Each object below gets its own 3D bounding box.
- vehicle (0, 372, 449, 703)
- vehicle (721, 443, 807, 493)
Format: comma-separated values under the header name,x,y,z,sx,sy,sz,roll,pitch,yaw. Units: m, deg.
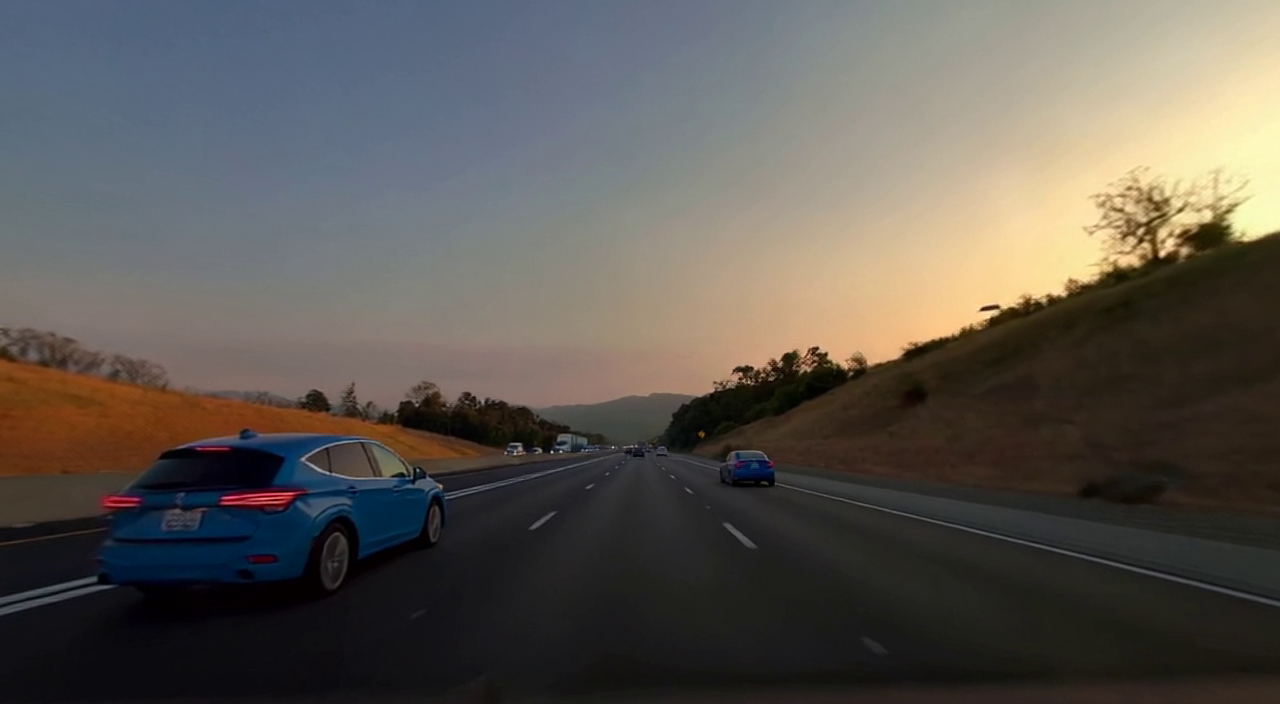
name,x,y,z,sx,sy,sz,roll,pitch,yaw
vehicle,-3.335,1.278,4.956,2.277,1.695,4.475,0,-9,0
vehicle,3.951,3.752,20.757,1.967,1.472,3.751,0,-9,-1
